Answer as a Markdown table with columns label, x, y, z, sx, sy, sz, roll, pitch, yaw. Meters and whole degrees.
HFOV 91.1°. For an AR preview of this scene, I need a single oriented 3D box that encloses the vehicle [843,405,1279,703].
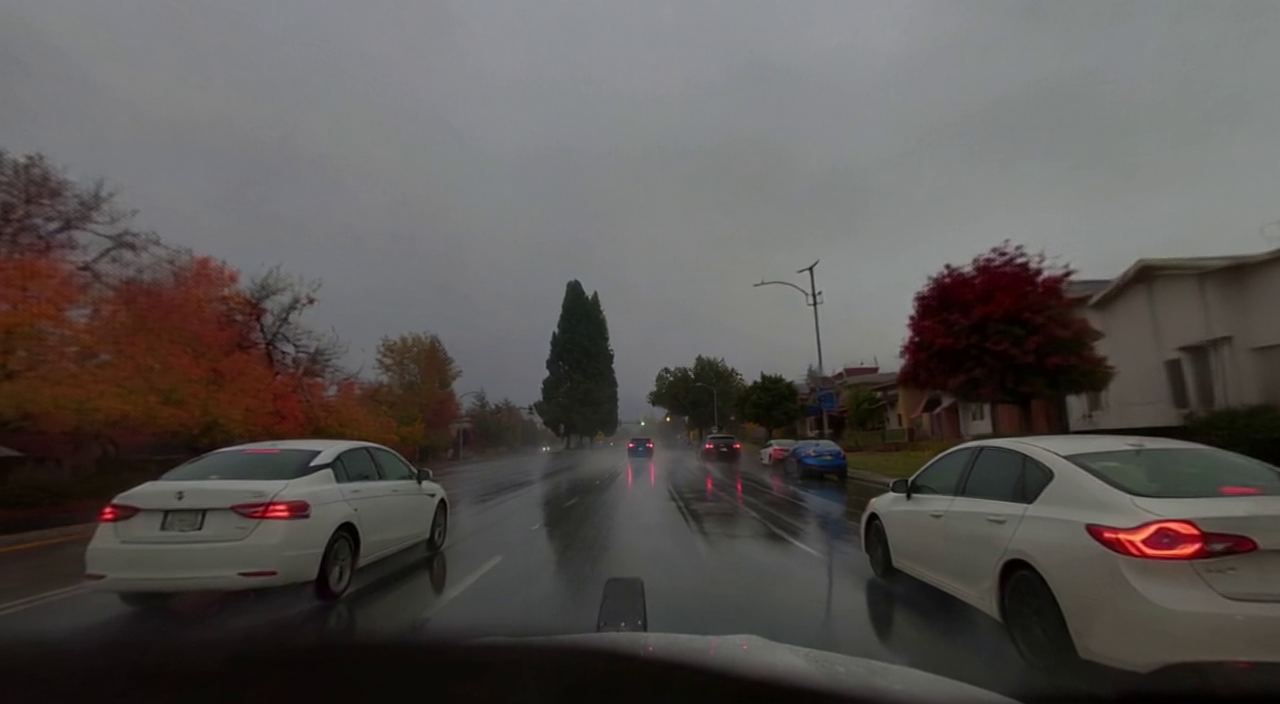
| label | x | y | z | sx | sy | sz | roll | pitch | yaw |
| --- | --- | --- | --- | --- | --- | --- | --- | --- | --- |
| vehicle | 3.320 | 1.281 | 4.791 | 2.060 | 1.474 | 4.475 | 0 | -8 | 0 |

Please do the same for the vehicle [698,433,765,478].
| label | x | y | z | sx | sy | sz | roll | pitch | yaw |
| --- | --- | --- | --- | --- | --- | --- | --- | --- | --- |
| vehicle | 3.619 | 4.191 | 25.674 | 2.019 | 1.675 | 4.488 | 0 | -8 | 0 |

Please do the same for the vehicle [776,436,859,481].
| label | x | y | z | sx | sy | sz | roll | pitch | yaw |
| --- | --- | --- | --- | --- | --- | --- | --- | --- | --- |
| vehicle | 7.001 | 4.230 | 25.261 | 1.933 | 1.647 | 4.487 | 0 | -8 | -1 |

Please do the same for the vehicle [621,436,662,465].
| label | x | y | z | sx | sy | sz | roll | pitch | yaw |
| --- | --- | --- | --- | --- | --- | --- | --- | --- | --- |
| vehicle | 0.092 | 5.933 | 37.882 | 2.293 | 1.662 | 4.262 | 0 | -8 | 0 |

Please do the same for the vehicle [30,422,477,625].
| label | x | y | z | sx | sy | sz | roll | pitch | yaw |
| --- | --- | --- | --- | --- | --- | --- | --- | --- | --- |
| vehicle | -3.471 | 1.604 | 6.984 | 1.997 | 1.479 | 4.547 | 0 | -8 | 1 |
